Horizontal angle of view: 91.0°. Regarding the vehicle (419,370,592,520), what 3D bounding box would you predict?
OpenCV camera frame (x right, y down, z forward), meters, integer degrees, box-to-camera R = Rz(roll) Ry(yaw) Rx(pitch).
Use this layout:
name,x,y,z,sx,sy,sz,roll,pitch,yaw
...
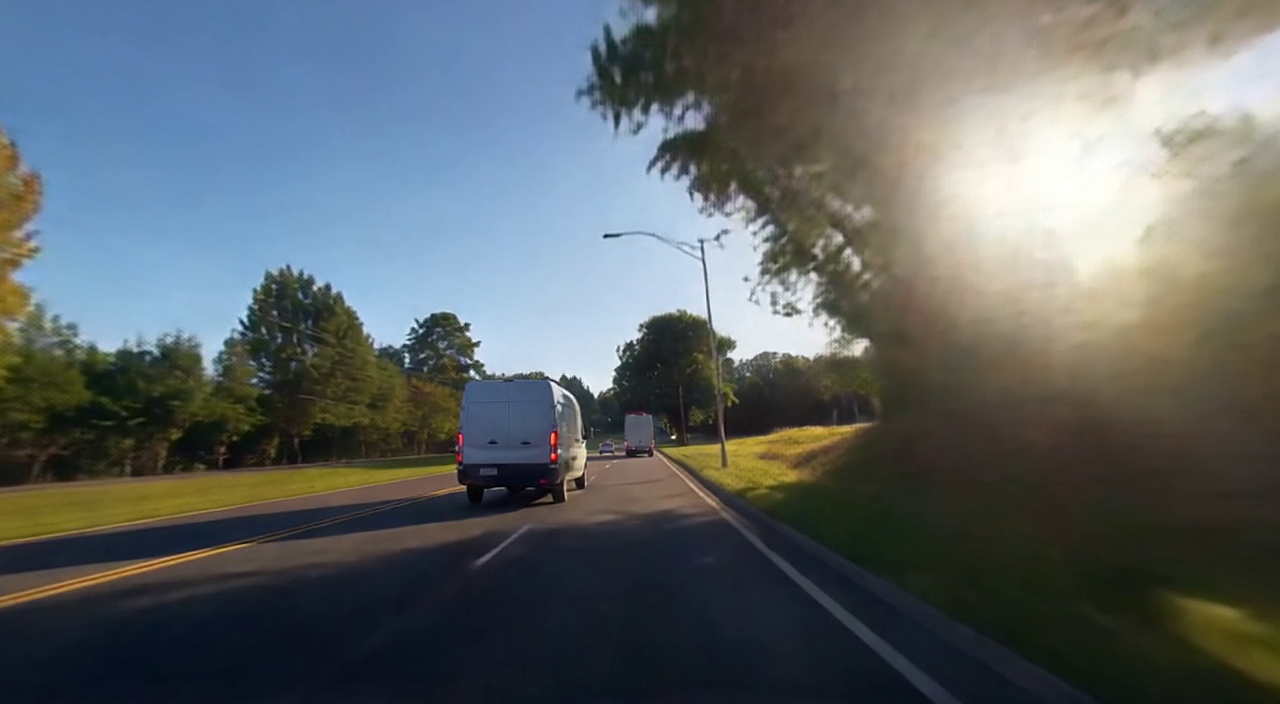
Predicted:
name,x,y,z,sx,sy,sz,roll,pitch,yaw
vehicle,-2.593,2.061,14.150,2.497,2.628,6.016,0,-8,0
